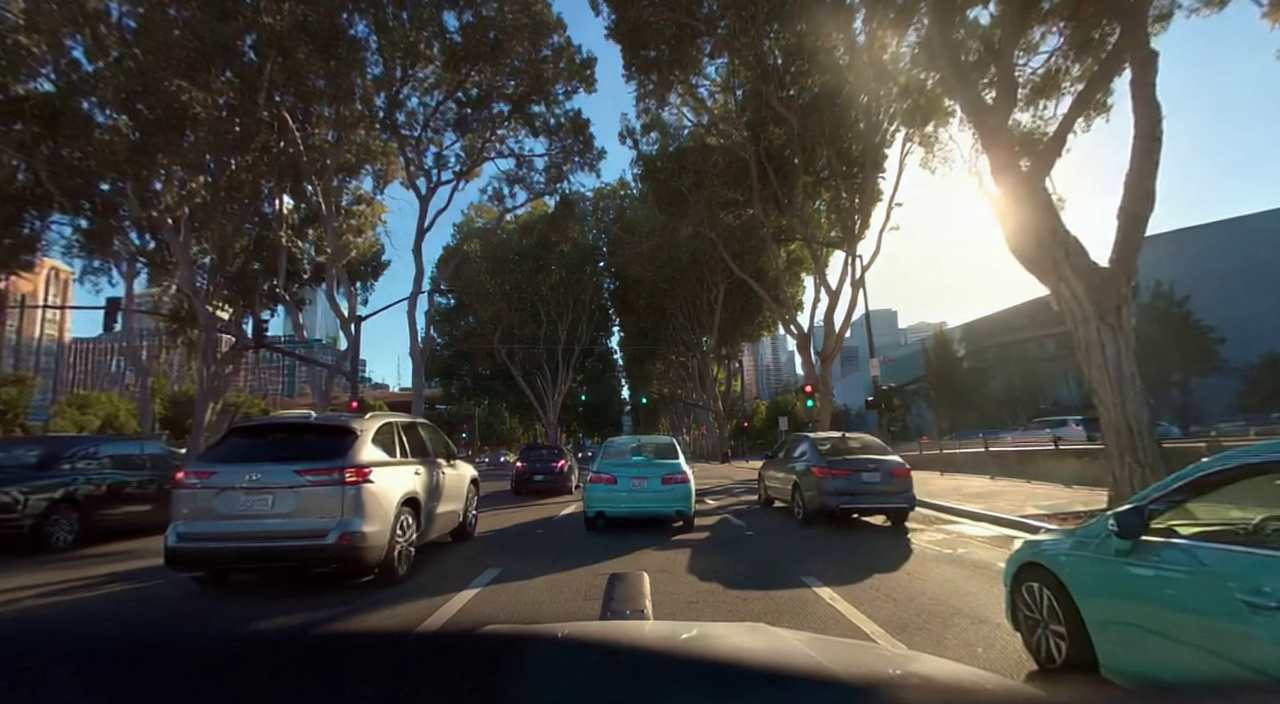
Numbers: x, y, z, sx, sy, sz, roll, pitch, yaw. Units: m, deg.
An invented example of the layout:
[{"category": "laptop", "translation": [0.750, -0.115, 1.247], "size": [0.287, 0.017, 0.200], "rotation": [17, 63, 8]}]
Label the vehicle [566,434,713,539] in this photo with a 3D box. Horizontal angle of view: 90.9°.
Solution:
[{"category": "vehicle", "translation": [-0.008, 2.272, 11.265], "size": [2.147, 1.507, 3.953], "rotation": [0, -8, 0]}]

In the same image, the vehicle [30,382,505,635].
[{"category": "vehicle", "translation": [-3.107, 1.435, 6.779], "size": [2.168, 1.750, 4.625], "rotation": [-1, -8, 2]}]

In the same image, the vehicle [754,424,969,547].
[{"category": "vehicle", "translation": [3.426, 2.156, 10.847], "size": [2.040, 1.647, 4.379], "rotation": [0, -8, -1]}]

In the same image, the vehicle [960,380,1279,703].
[{"category": "vehicle", "translation": [3.302, 0.941, 2.597], "size": [1.899, 1.588, 3.888], "rotation": [0, -9, 0]}]

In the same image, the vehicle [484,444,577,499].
[{"category": "vehicle", "translation": [-3.097, 3.459, 18.729], "size": [1.975, 1.420, 4.196], "rotation": [0, -8, 1]}]

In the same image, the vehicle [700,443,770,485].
[{"category": "vehicle", "translation": [3.715, 4.452, 25.298], "size": [2.137, 1.515, 3.841], "rotation": [0, -8, -1]}]
